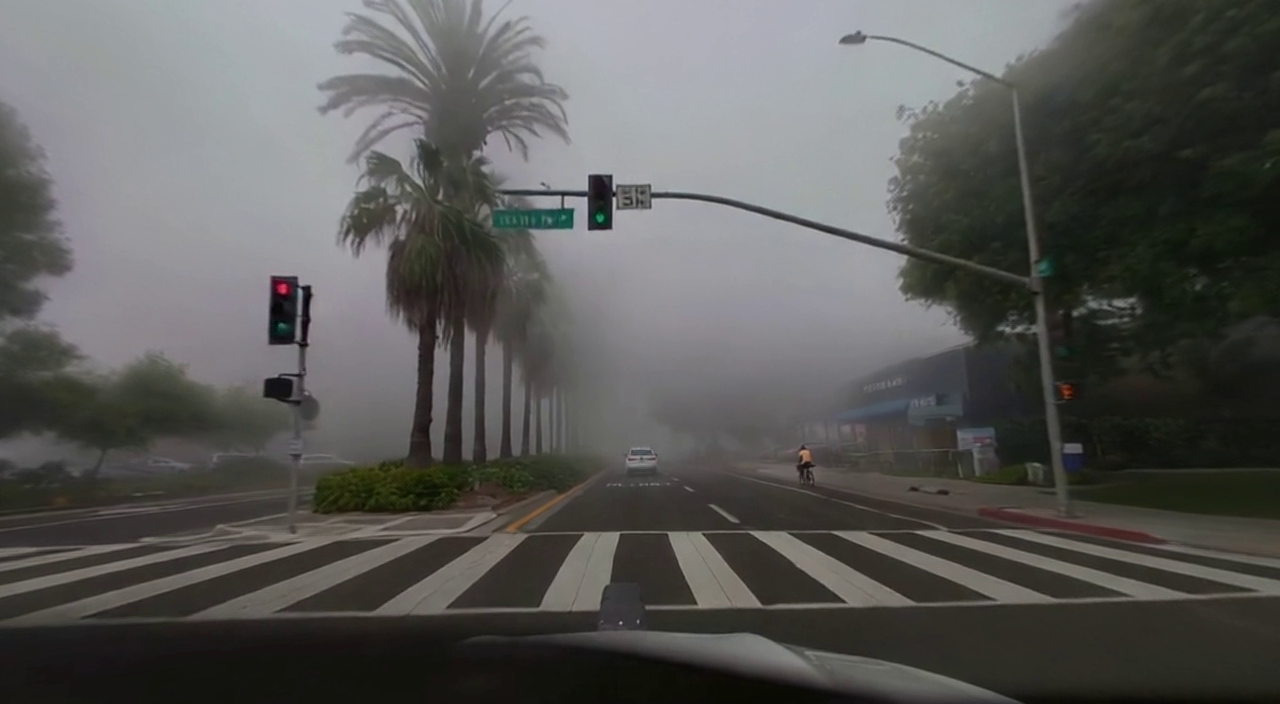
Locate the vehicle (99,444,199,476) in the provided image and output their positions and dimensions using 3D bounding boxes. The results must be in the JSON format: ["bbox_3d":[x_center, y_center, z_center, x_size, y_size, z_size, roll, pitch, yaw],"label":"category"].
[{"bbox_3d":[-34.427,7.576,44.409,5.109,2.014,2.269,-2,-10,2],"label":"vehicle"}]

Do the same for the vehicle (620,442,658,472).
[{"bbox_3d":[-0.108,6.062,36.588,2.102,1.653,3.698,0,-9,-1],"label":"vehicle"}]

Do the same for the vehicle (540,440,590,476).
[{"bbox_3d":[-3.922,5.619,33.701,2.071,1.744,4.500,0,-9,1],"label":"vehicle"}]
